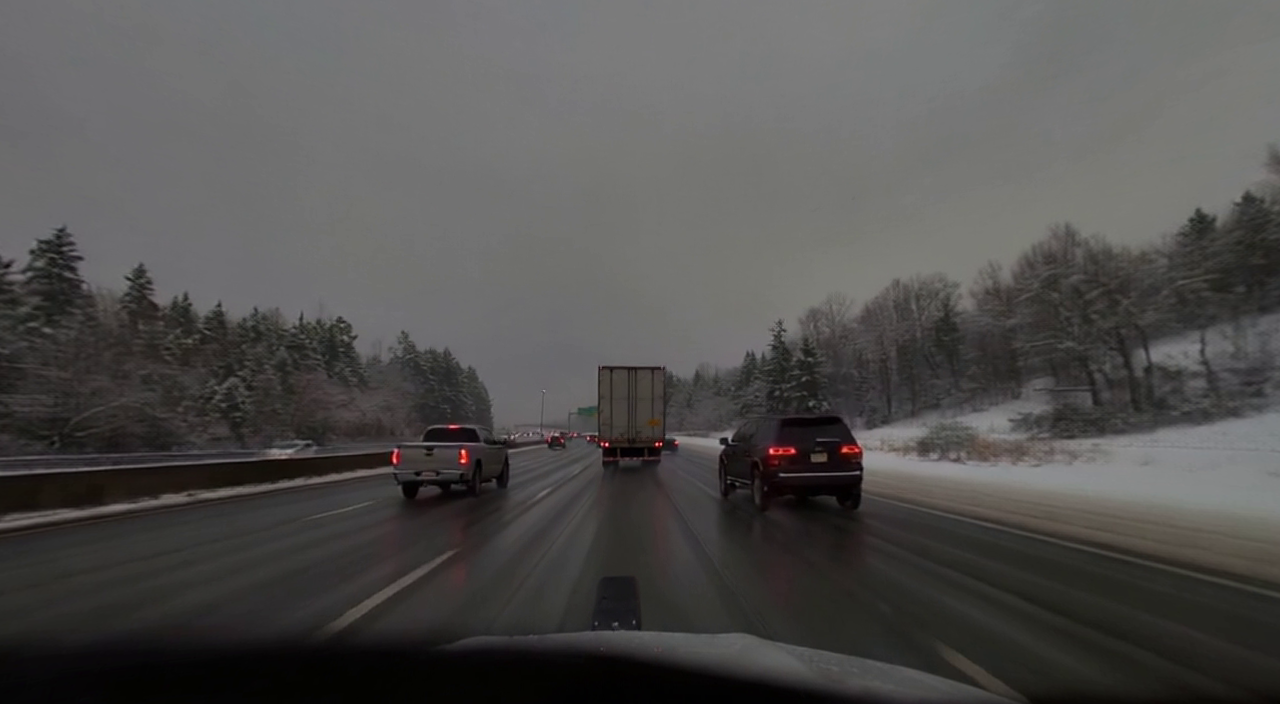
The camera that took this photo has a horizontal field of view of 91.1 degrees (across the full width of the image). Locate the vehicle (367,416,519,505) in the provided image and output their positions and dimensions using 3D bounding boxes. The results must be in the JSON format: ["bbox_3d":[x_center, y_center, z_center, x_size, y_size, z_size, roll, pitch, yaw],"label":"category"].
[{"bbox_3d":[-4.328,2.452,14.684,2.134,1.752,4.375,0,-8,0],"label":"vehicle"}]

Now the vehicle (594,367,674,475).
[{"bbox_3d":[-0.551,3.209,28.083,2.904,3.915,10.473,0,-8,-4],"label":"vehicle"}]

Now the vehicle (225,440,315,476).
[{"bbox_3d":[-19.966,5.690,34.251,1.941,1.795,5.025,0,-8,-1],"label":"vehicle"}]

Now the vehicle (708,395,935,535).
[{"bbox_3d":[2.678,1.819,10.813,2.118,1.832,4.901,0,-8,-4],"label":"vehicle"}]
